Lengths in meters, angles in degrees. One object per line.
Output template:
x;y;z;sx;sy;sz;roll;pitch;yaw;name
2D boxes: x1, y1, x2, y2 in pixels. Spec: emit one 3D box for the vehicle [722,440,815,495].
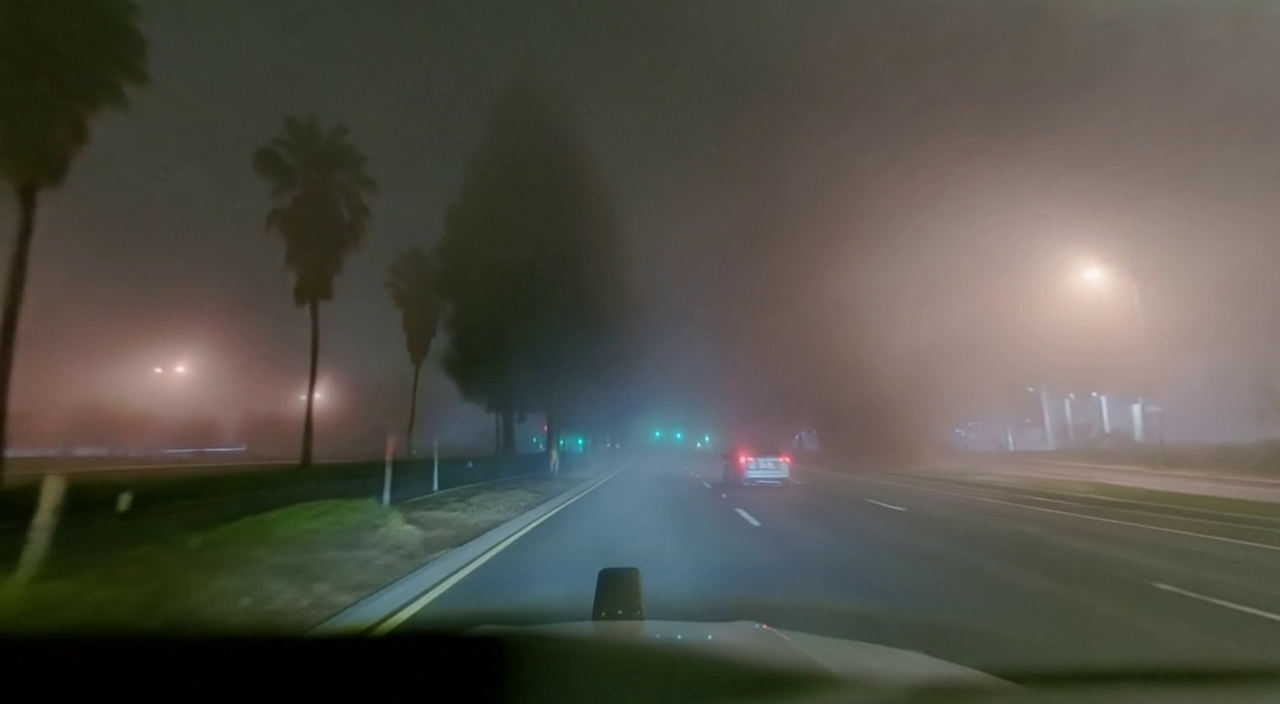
3.783;3.475;19.418;1.928;1.481;4.453;0;-9;0;vehicle
